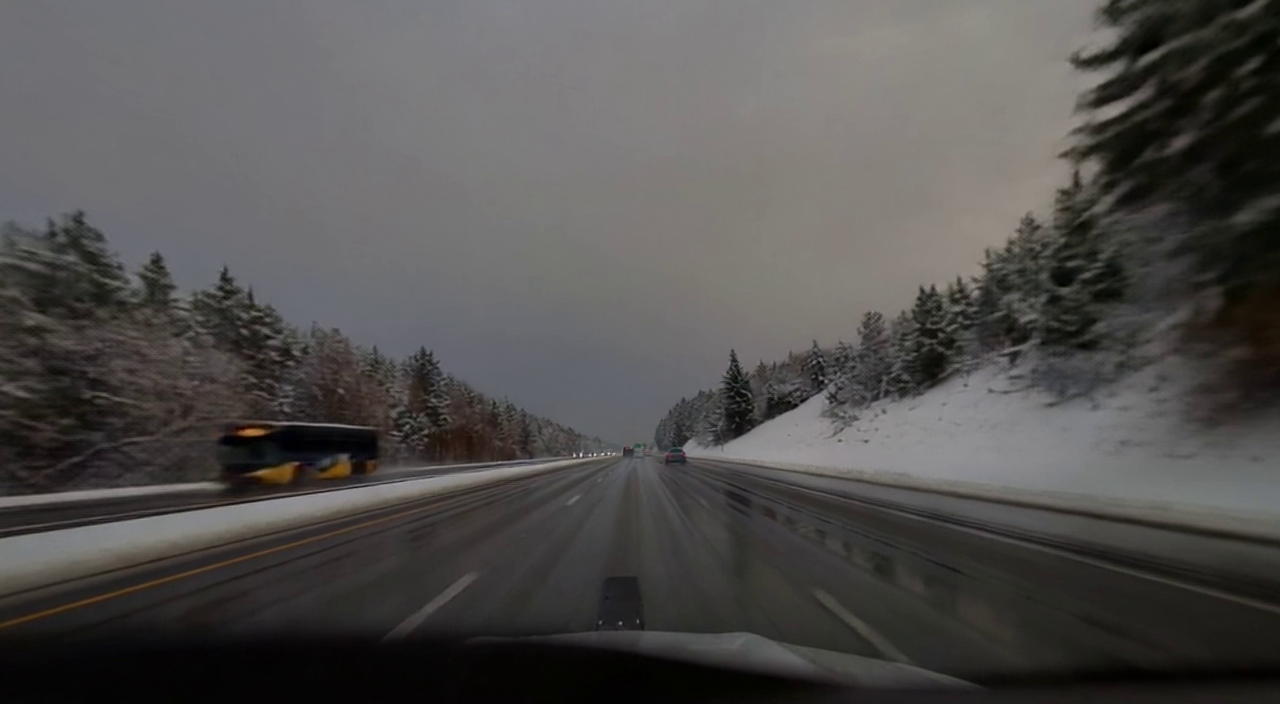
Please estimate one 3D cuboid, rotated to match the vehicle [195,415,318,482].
[{"bbox_3d":[-20.752,5.277,34.610,2.938,3.294,5.899,0,-9,0],"label":"vehicle"}]
